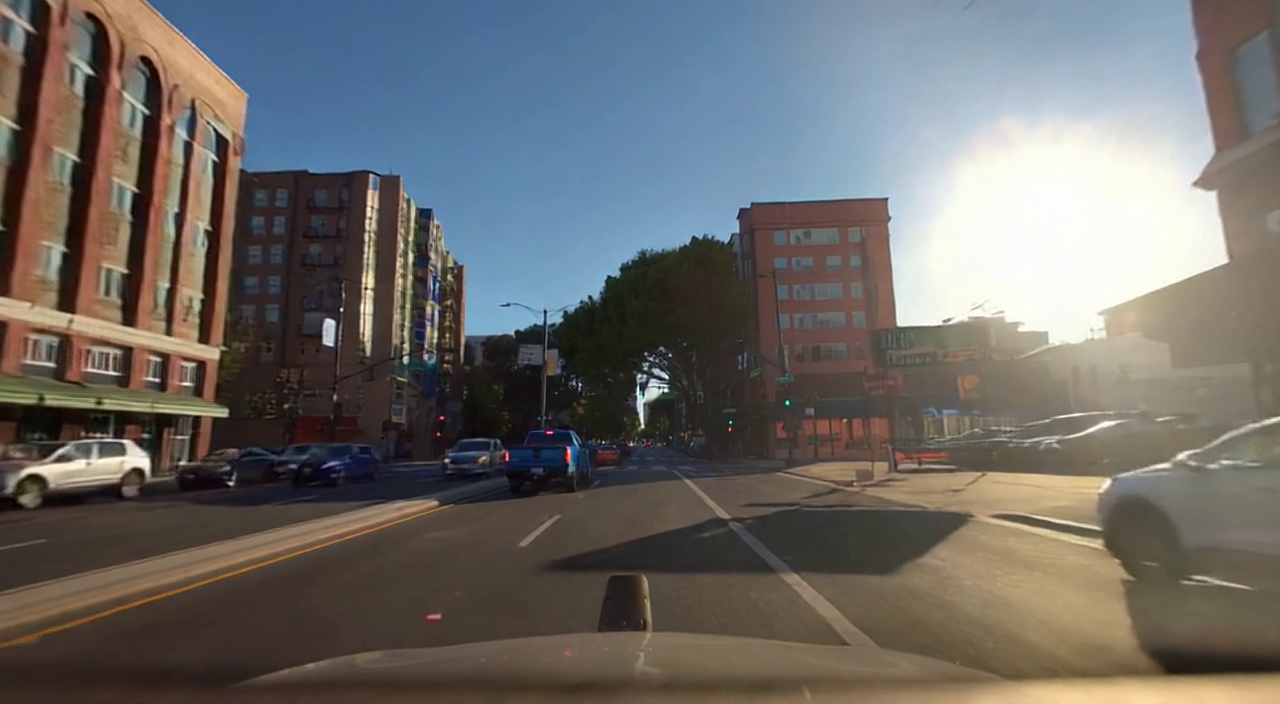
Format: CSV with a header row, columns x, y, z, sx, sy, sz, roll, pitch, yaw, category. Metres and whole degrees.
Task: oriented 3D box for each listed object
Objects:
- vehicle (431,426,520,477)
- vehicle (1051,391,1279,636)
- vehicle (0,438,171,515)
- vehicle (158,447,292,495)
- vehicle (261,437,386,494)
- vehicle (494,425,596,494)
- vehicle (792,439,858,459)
x,y,z,sx,sy,sz,roll,pitch,yaw,category
-7.053,4.377,27.864,2.308,1.961,5.807,0,-9,1,vehicle
5.806,1.204,4.741,2.137,1.795,4.854,0,-9,0,vehicle
-16.079,3.425,17.859,1.948,1.827,4.730,-2,-8,0,vehicle
-16.097,4.606,24.870,2.100,1.596,4.739,-2,-9,0,vehicle
-10.051,3.623,20.449,1.894,1.636,4.057,0,-9,1,vehicle
-2.682,3.220,19.261,2.197,1.786,5.365,0,-9,1,vehicle
14.178,7.470,48.389,4.447,1.484,1.928,0,-9,1,vehicle
